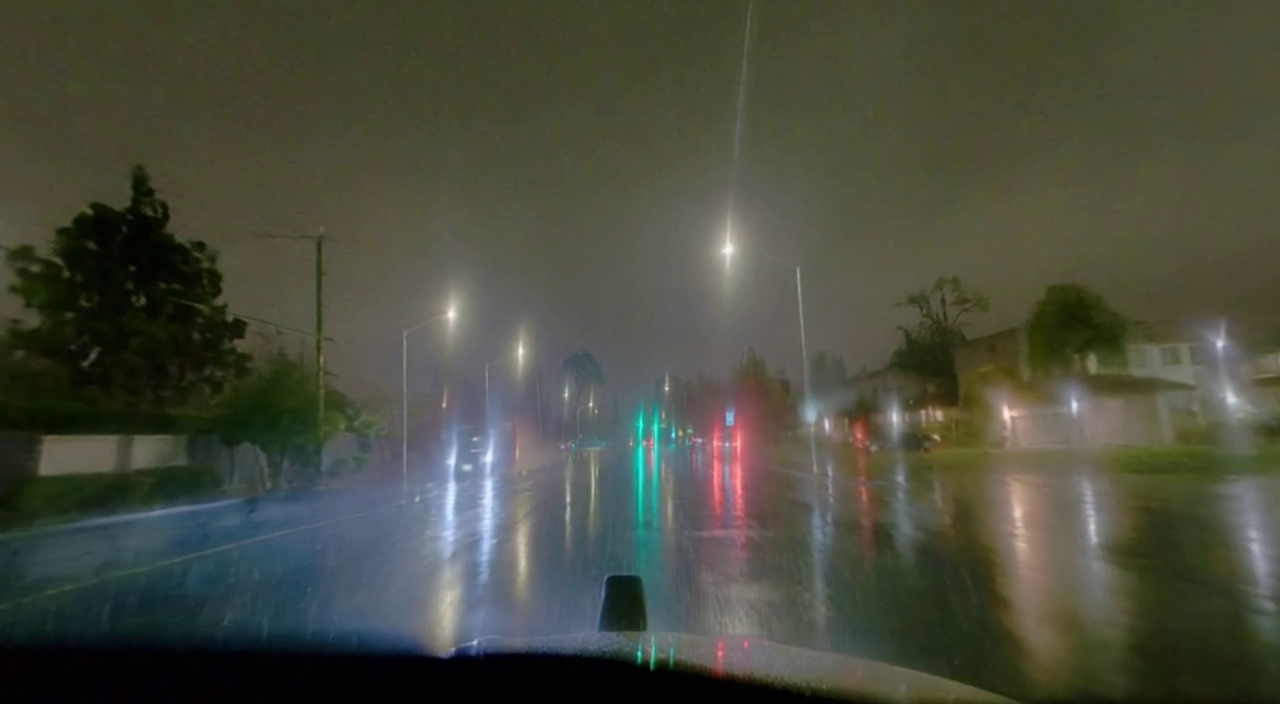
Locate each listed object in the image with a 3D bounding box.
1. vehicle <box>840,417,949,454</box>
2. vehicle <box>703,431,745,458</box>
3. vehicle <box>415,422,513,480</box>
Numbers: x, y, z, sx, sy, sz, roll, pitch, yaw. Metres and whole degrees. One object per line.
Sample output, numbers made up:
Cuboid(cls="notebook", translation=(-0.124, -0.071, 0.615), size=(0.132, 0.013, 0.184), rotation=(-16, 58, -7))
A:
Cuboid(cls="vehicle", translation=(13.462, 4.441, 33.384), size=(4.674, 1.557, 2.288), rotation=(-3, -8, -5))
Cuboid(cls="vehicle", translation=(5.573, 6.239, 42.261), size=(2.140, 1.739, 4.721), rotation=(0, -8, 0))
Cuboid(cls="vehicle", translation=(-7.485, 4.323, 27.634), size=(2.413, 2.267, 6.252), rotation=(0, -8, 1))
